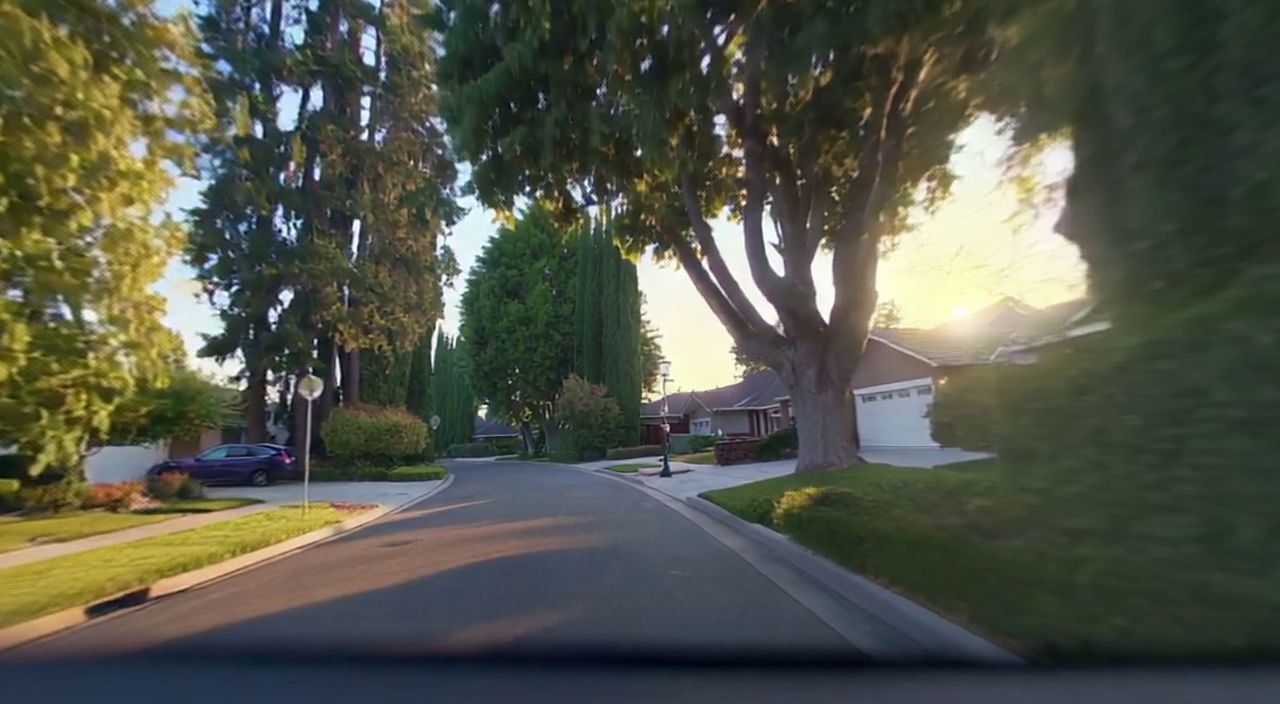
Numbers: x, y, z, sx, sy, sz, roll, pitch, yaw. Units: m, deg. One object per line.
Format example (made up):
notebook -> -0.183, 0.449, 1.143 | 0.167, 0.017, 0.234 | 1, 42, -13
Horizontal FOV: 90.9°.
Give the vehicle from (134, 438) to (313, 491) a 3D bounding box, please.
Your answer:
vehicle -> -13.635, 3.699, 20.885 | 4.471, 1.638, 1.877 | 1, -8, -6
